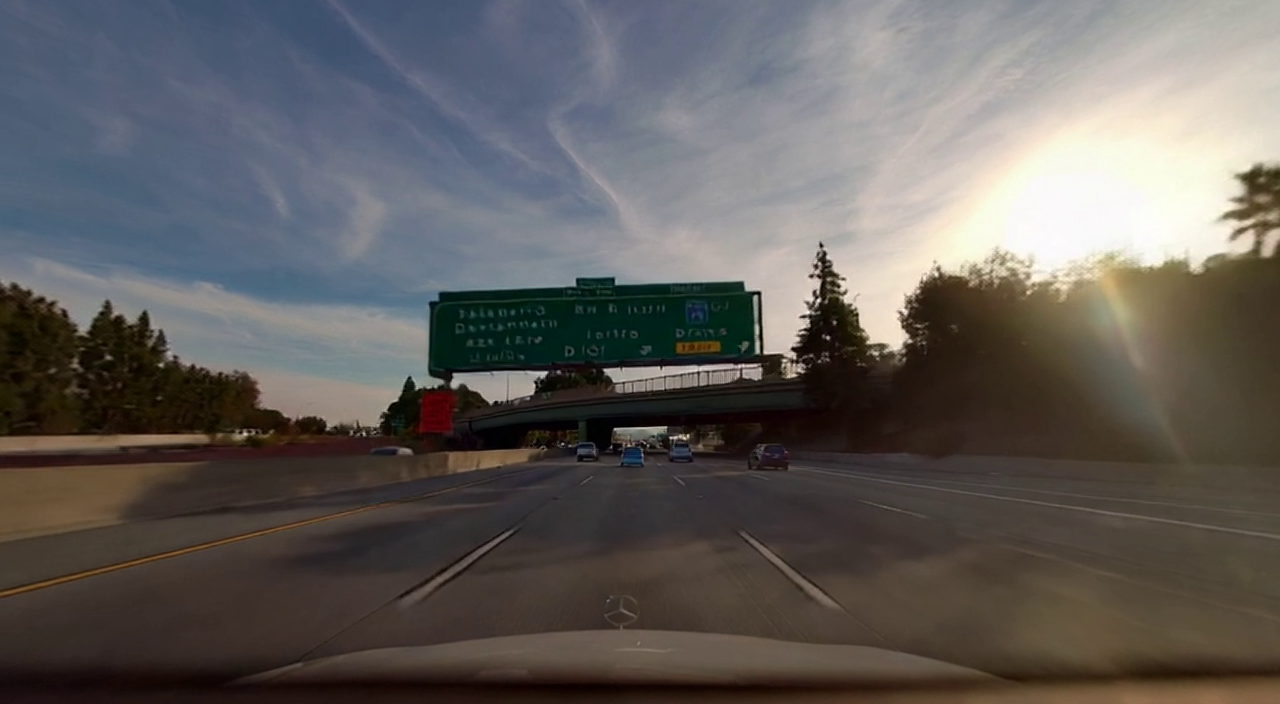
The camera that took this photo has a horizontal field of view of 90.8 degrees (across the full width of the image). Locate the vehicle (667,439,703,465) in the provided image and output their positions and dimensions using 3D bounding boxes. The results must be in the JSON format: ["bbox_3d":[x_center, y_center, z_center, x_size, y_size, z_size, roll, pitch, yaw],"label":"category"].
[{"bbox_3d":[3.274,7.388,46.845,2.177,1.831,4.766,0,-8,-2],"label":"vehicle"}]

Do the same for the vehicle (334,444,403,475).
[{"bbox_3d":[-14.412,5.695,33.818,1.837,1.527,4.169,0,-8,0],"label":"vehicle"}]

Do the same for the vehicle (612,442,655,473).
[{"bbox_3d":[-0.325,5.417,32.630,2.075,1.486,4.007,0,-8,0],"label":"vehicle"}]

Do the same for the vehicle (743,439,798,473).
[{"bbox_3d":[6.669,5.345,32.643,1.936,1.625,3.991,0,-8,-1],"label":"vehicle"}]
